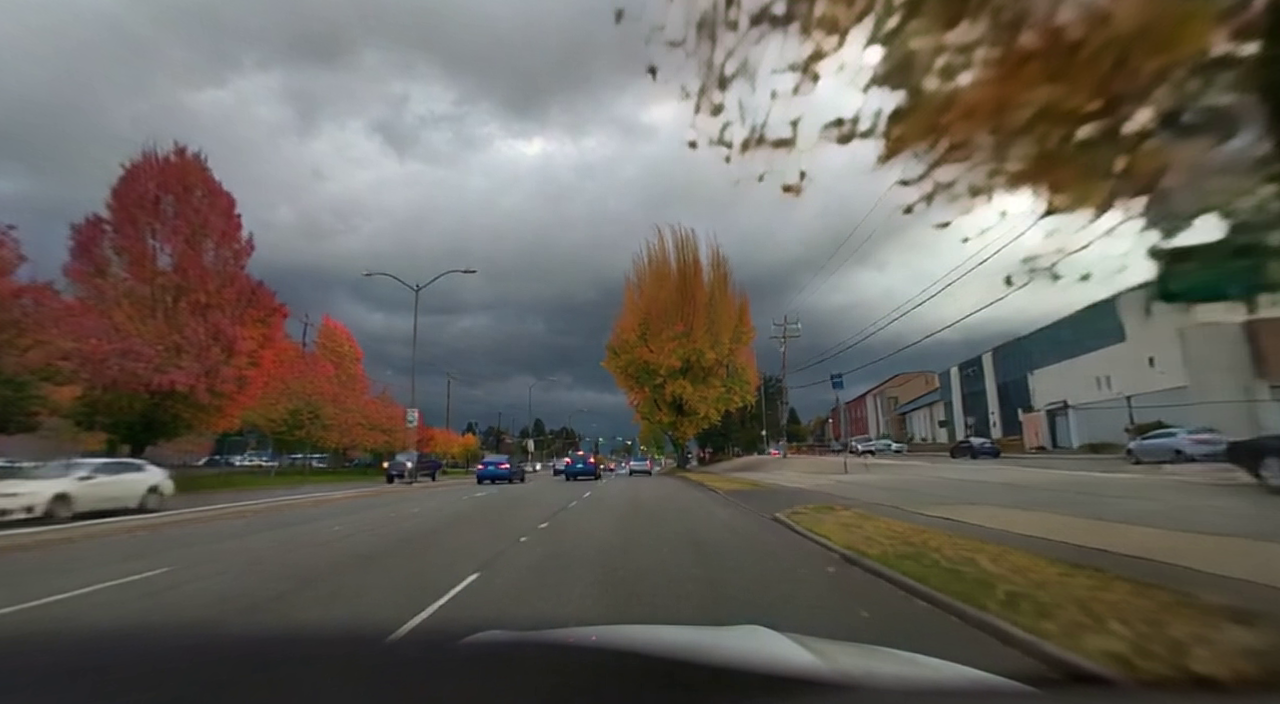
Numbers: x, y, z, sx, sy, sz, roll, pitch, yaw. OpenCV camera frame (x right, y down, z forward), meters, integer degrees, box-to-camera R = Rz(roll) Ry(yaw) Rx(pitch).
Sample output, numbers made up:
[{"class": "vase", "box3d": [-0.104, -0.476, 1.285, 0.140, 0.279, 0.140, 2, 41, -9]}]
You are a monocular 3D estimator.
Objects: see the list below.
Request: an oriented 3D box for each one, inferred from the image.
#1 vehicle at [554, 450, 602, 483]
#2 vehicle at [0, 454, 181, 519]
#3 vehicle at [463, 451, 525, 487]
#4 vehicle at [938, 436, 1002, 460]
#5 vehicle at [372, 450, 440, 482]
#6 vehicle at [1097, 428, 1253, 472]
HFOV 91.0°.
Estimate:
[{"class": "vehicle", "box3d": [-3.395, 6.354, 35.205, 2.085, 1.663, 4.513, 0, -8, 1]}, {"class": "vehicle", "box3d": [-15.836, 3.691, 17.866, 1.969, 1.503, 4.797, 1, -8, 0]}, {"class": "vehicle", "box3d": [-7.130, 5.725, 31.150, 1.932, 1.596, 4.247, 0, -8, 1]}, {"class": "vehicle", "box3d": [22.053, 6.449, 42.308, 1.884, 1.532, 4.745, 0, -9, 3]}, {"class": "vehicle", "box3d": [-15.658, 7.646, 42.571, 2.276, 1.956, 5.850, 0, -8, 0]}, {"class": "vehicle", "box3d": [20.596, 3.785, 24.583, 1.941, 1.485, 4.755, 2, -8, 0]}]
